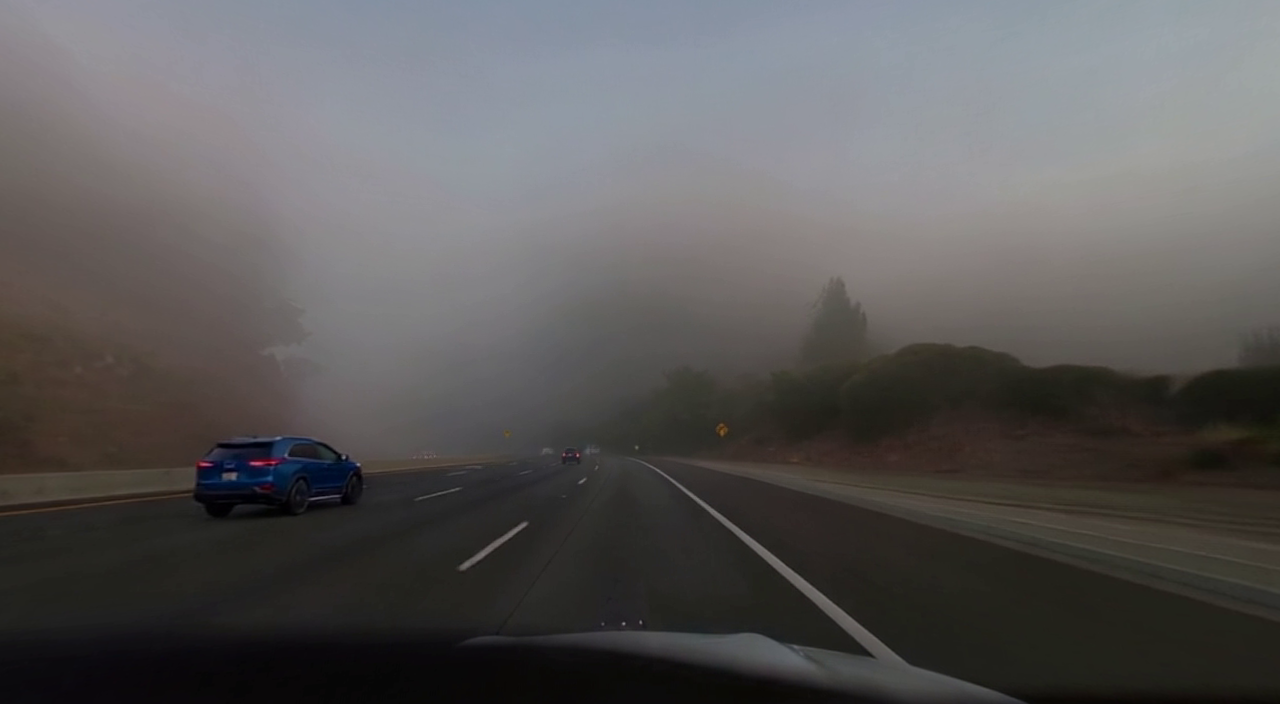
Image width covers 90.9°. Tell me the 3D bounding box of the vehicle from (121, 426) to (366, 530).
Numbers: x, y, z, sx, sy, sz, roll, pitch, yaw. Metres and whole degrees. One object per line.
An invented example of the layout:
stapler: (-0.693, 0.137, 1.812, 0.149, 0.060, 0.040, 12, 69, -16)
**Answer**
vehicle: (-7.646, 2.461, 12.892, 2.046, 1.712, 4.533, 0, -9, 0)
